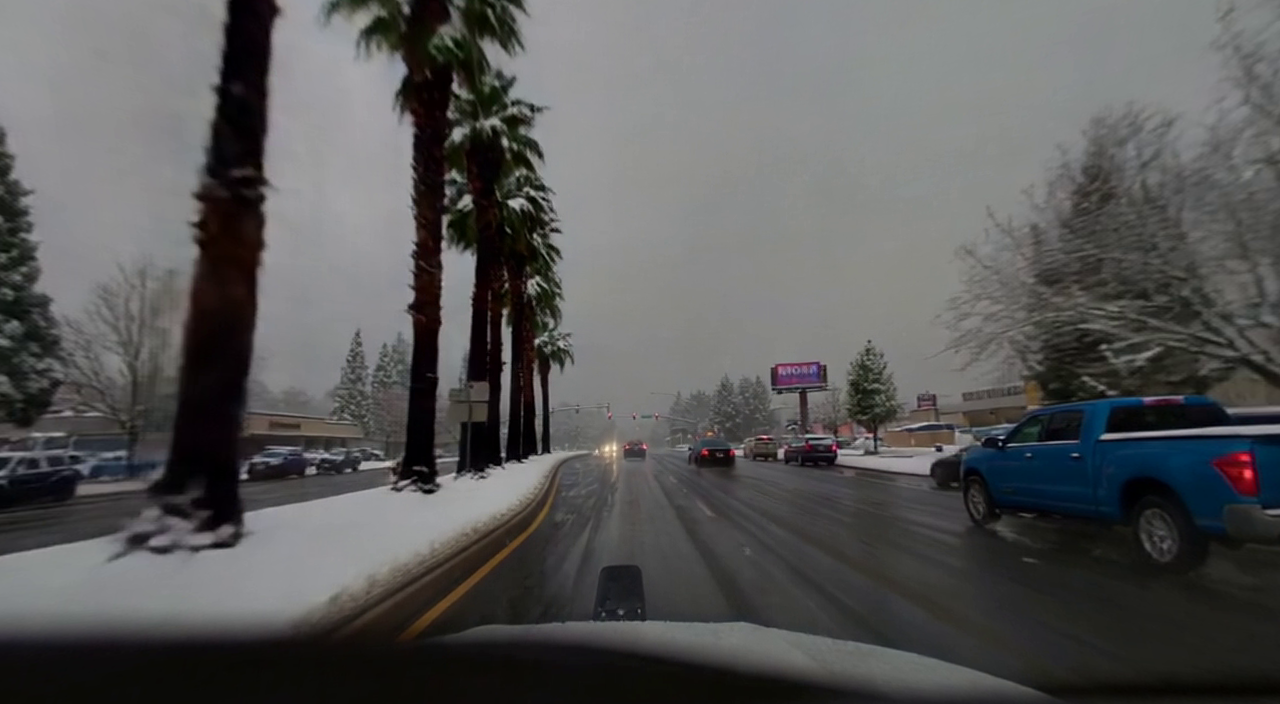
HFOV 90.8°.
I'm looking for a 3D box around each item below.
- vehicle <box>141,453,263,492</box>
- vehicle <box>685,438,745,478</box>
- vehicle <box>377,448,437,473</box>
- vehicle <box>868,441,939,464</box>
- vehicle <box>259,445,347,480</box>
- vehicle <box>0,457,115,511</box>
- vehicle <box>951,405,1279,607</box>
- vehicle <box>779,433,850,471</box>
[{"bbox_3d":[-19.396,5.333,28.337,1.871,1.519,5.002,0,-9,0],"label":"vehicle"},{"bbox_3d":[3.148,4.549,27.257,1.889,1.541,4.303,1,-9,-2],"label":"vehicle"},{"bbox_3d":[-15.632,7.313,42.715,2.174,1.509,4.958,-1,-9,0],"label":"vehicle"},{"bbox_3d":[18.664,7.169,44.828,4.245,1.481,1.899,-9,-15,39],"label":"vehicle"},{"bbox_3d":[-19.103,6.263,36.119,2.066,1.825,5.291,0,-9,0],"label":"vehicle"},{"bbox_3d":[-19.336,4.043,19.674,1.900,1.481,4.684,0,-9,0],"label":"vehicle"},{"bbox_3d":[6.198,1.627,7.590,2.140,1.606,5.437,0,-9,0],"label":"vehicle"},{"bbox_3d":[10.238,5.970,37.709,2.417,2.061,5.980,0,-9,-1],"label":"vehicle"}]
